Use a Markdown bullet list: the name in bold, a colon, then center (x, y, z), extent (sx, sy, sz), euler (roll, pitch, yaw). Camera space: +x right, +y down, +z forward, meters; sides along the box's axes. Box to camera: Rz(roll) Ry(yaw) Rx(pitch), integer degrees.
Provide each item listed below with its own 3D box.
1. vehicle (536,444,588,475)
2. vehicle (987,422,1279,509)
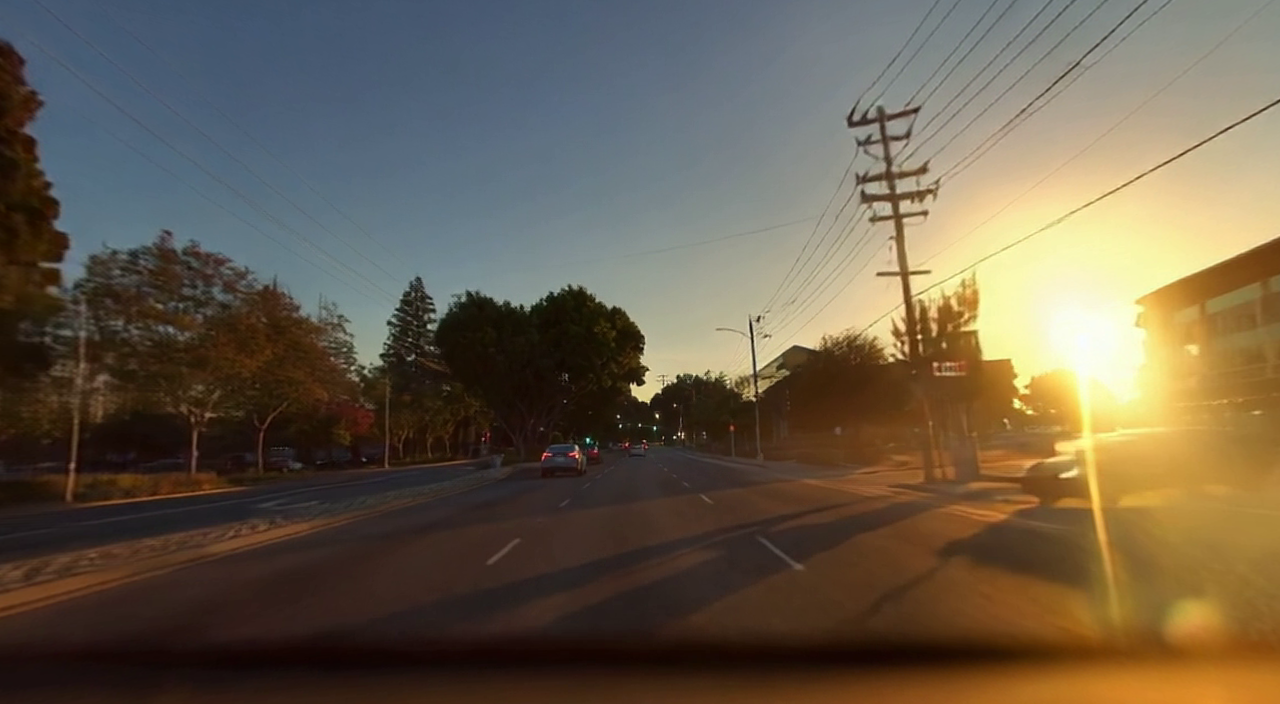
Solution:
- **vehicle**: center (-3.797, 5.326, 31.497), extent (2.076, 1.444, 4.328), euler (0, -8, 0)
- **vehicle**: center (10.217, 2.295, 13.042), extent (4.885, 1.576, 2.024), euler (0, -8, -6)
